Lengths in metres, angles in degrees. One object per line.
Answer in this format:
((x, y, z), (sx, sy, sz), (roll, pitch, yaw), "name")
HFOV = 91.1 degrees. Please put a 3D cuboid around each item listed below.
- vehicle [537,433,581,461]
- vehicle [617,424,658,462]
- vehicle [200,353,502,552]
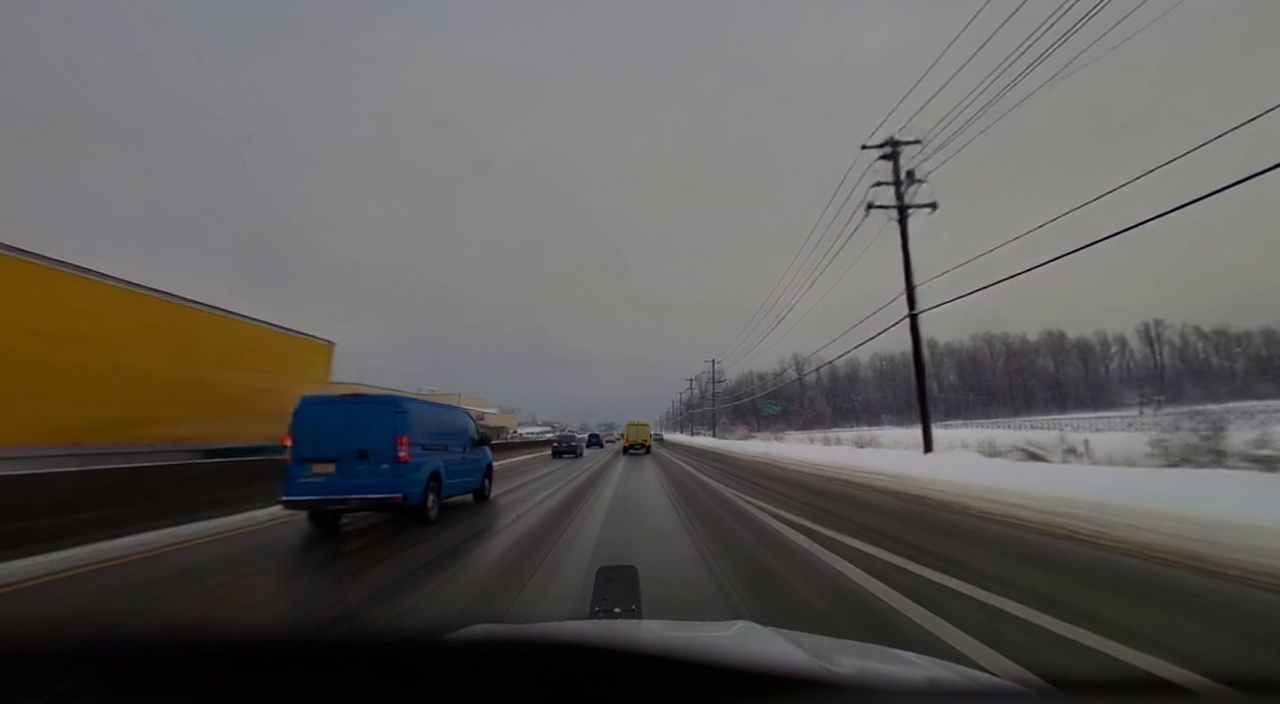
((-4.653, 5.544, 36.865), (2.058, 1.557, 4.125), (0, -8, 0), "vehicle")
((-0.170, 5.229, 36.283), (2.213, 1.997, 4.456), (0, -8, -1), "vehicle")
((-4.152, 1.597, 10.622), (2.388, 2.410, 5.787), (0, -8, -1), "vehicle")
